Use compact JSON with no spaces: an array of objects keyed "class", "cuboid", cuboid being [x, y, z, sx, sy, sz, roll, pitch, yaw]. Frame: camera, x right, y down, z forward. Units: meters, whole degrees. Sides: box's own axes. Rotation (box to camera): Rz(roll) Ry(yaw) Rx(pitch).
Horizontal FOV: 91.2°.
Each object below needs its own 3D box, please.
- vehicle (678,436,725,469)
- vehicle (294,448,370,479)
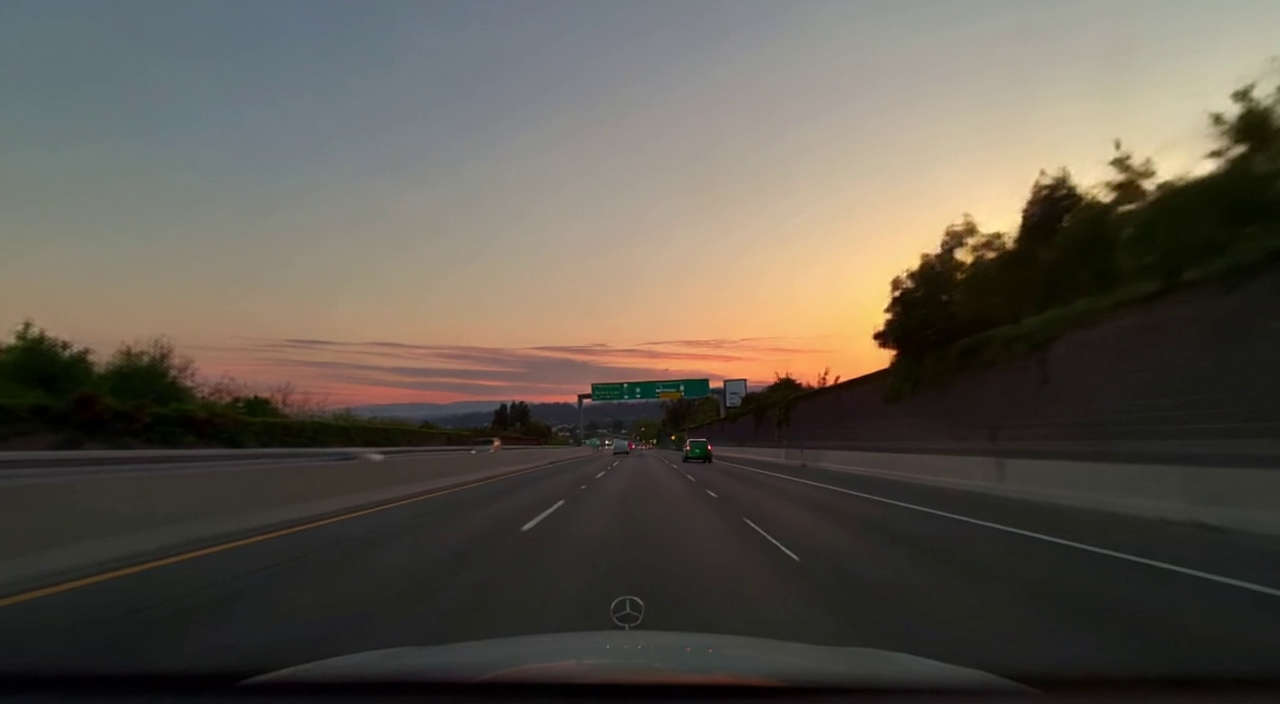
[{"class":"vehicle","cuboid":[3.373,5.634,35.361,2.202,1.682,4.188,0,-8,0]},{"class":"vehicle","cuboid":[-16.461,5.958,33.813,1.899,1.568,4.182,0,-8,1]}]
